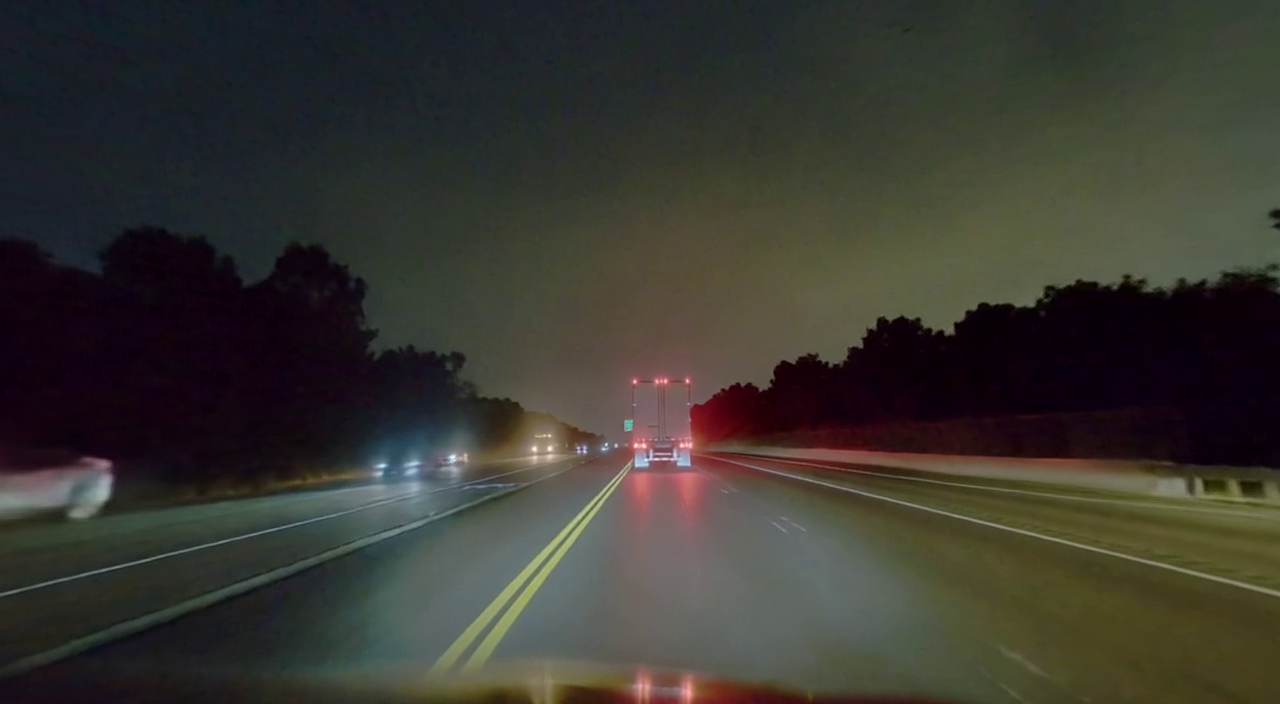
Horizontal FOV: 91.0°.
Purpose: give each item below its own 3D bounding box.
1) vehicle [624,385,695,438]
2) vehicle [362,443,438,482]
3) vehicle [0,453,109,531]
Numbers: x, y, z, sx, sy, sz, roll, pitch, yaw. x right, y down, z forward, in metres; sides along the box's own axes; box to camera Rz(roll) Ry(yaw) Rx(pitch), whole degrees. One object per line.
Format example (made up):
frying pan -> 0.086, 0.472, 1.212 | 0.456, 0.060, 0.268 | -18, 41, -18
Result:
vehicle -> 0.659, 2.488, 25.321 | 2.509, 1.890, 4.732 | 0, -8, -2
vehicle -> -11.360, 5.216, 30.096 | 1.873, 1.712, 4.097 | 0, -8, 2
vehicle -> -14.679, 3.125, 14.014 | 1.869, 1.620, 4.362 | -2, -8, 0
